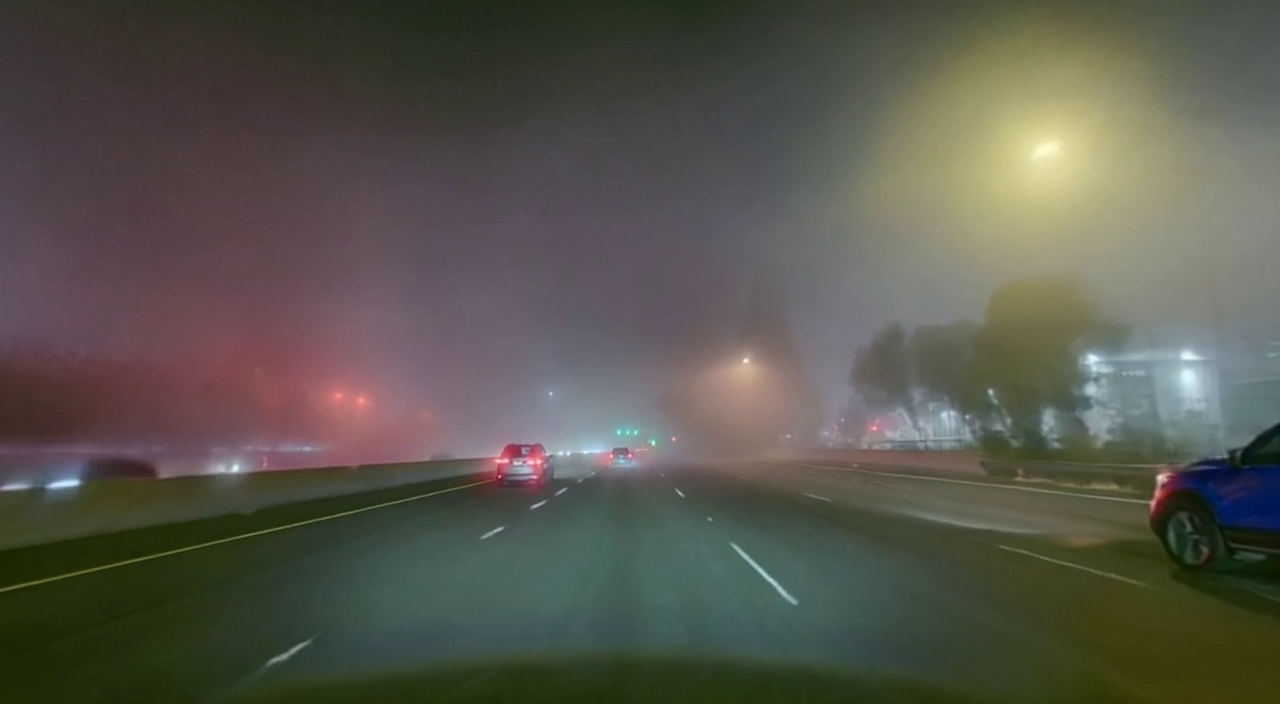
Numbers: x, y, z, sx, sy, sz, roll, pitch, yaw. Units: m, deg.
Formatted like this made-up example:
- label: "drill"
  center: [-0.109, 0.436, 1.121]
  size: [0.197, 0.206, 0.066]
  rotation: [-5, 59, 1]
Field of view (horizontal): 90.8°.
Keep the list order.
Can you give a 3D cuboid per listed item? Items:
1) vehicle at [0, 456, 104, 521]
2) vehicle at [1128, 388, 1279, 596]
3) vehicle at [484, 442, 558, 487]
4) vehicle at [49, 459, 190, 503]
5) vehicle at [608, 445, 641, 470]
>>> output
- label: "vehicle"
  center: [-17.667, 3.716, 17.391]
  size: [2.089, 1.621, 4.267]
  rotation: [0, -9, -1]
- label: "vehicle"
  center: [6.623, 1.108, 4.772]
  size: [2.028, 1.801, 4.741]
  rotation: [0, -9, 0]
- label: "vehicle"
  center: [-4.281, 4.116, 23.438]
  size: [1.886, 1.465, 4.625]
  rotation: [0, -9, 0]
- label: "vehicle"
  center: [-21.403, 5.287, 26.279]
  size: [2.025, 1.513, 4.513]
  rotation: [0, -9, 0]
- label: "vehicle"
  center: [-1.007, 6.703, 40.192]
  size: [1.997, 1.485, 4.094]
  rotation: [0, -9, -1]
